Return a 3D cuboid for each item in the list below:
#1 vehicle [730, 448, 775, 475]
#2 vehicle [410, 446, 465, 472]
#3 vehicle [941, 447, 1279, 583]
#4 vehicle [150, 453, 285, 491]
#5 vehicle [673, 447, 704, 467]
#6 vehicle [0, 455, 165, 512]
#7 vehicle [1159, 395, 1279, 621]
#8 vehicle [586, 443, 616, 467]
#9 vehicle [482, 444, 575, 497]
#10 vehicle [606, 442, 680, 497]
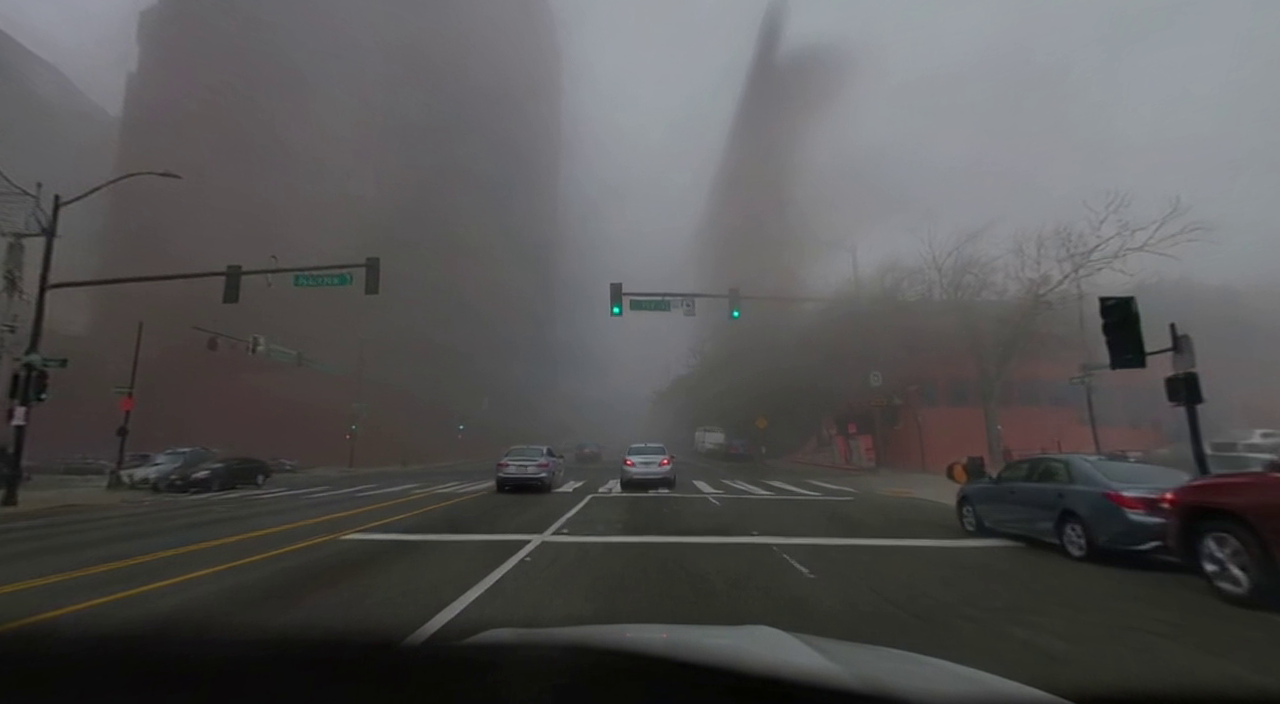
[{"bbox_3d":[6.763,6.620,38.350,1.944,1.462,4.406,0,-9,0],"label":"vehicle"},{"bbox_3d":[-14.364,7.592,44.924,2.161,1.704,4.554,-1,-9,4],"label":"vehicle"},{"bbox_3d":[6.522,2.137,9.259,1.899,1.453,4.610,0,-9,0],"label":"vehicle"},{"bbox_3d":[-18.701,5.253,27.911,5.163,1.510,2.174,-3,-9,19],"label":"vehicle"},{"bbox_3d":[3.680,8.069,48.482,2.047,1.463,4.514,0,-9,0],"label":"vehicle"},{"bbox_3d":[-17.307,3.951,19.411,1.774,1.436,4.473,0,-9,1],"label":"vehicle"},{"bbox_3d":[6.448,1.070,3.723,2.289,1.867,5.322,0,-9,2],"label":"vehicle"},{"bbox_3d":[-2.950,7.964,48.805,2.007,1.736,4.185,0,-9,1],"label":"vehicle"},{"bbox_3d":[-3.276,3.568,19.417,1.950,1.450,4.257,0,-9,2],"label":"vehicle"},{"bbox_3d":[0.095,3.528,19.362,2.037,1.484,4.073,0,-9,0],"label":"vehicle"}]
